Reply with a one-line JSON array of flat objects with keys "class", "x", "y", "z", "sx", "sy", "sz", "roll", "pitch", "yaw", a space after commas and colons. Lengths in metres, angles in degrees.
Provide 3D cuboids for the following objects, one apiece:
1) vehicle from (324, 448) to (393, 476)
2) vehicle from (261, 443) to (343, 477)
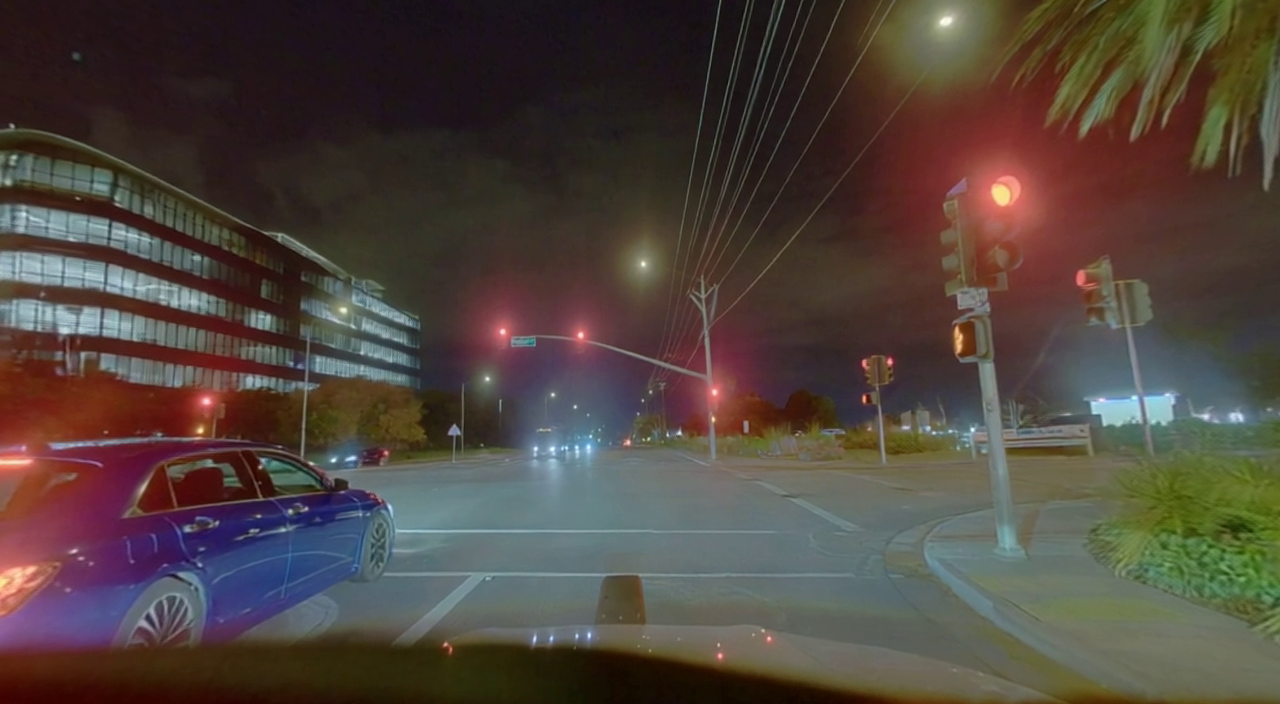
[{"class": "vehicle", "x": -15.335, "y": 5.988, "z": 34.490, "sx": 1.875, "sy": 1.389, "sz": 3.784, "roll": 0, "pitch": -9, "yaw": 3}, {"class": "vehicle", "x": -19.059, "y": 6.087, "z": 35.782, "sx": 2.017, "sy": 1.739, "sz": 4.569, "roll": 0, "pitch": -9, "yaw": 2}]
